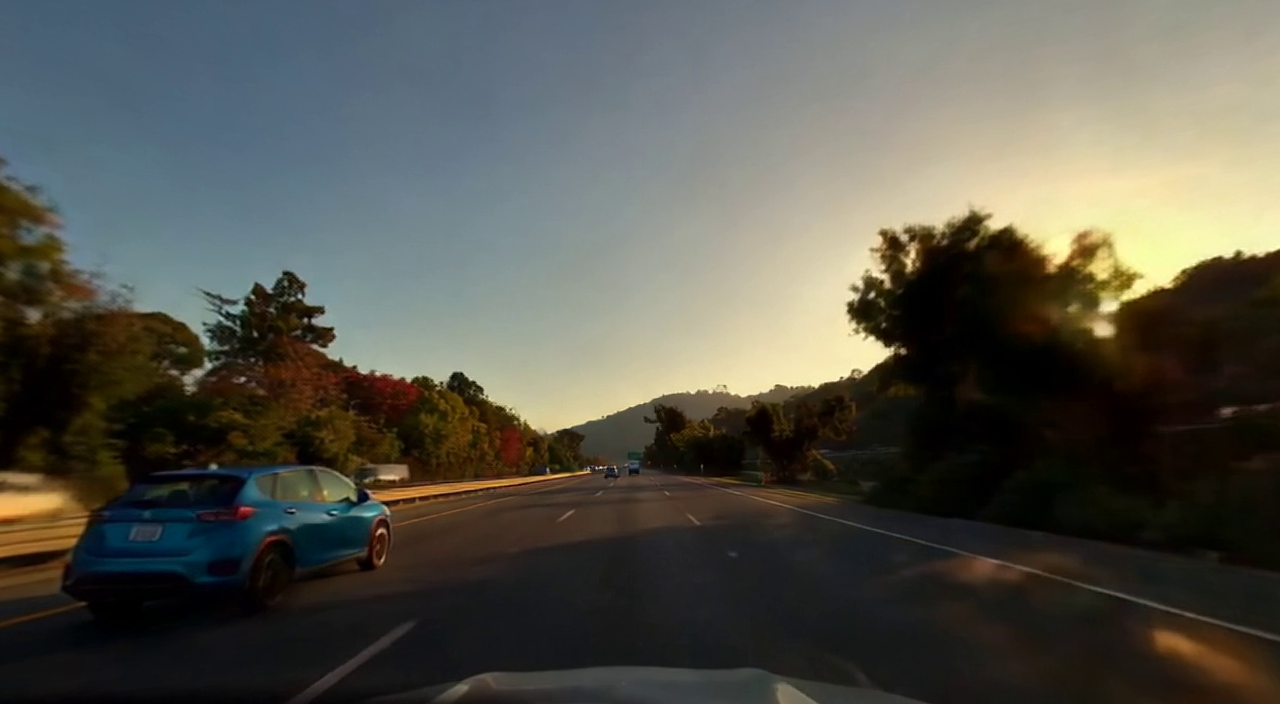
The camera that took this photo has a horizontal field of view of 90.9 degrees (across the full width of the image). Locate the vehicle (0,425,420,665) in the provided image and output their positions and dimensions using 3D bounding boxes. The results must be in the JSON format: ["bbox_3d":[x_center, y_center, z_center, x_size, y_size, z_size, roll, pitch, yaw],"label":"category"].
[{"bbox_3d":[-3.840,1.634,6.238,1.797,1.532,4.072,1,-10,0],"label":"vehicle"}]
